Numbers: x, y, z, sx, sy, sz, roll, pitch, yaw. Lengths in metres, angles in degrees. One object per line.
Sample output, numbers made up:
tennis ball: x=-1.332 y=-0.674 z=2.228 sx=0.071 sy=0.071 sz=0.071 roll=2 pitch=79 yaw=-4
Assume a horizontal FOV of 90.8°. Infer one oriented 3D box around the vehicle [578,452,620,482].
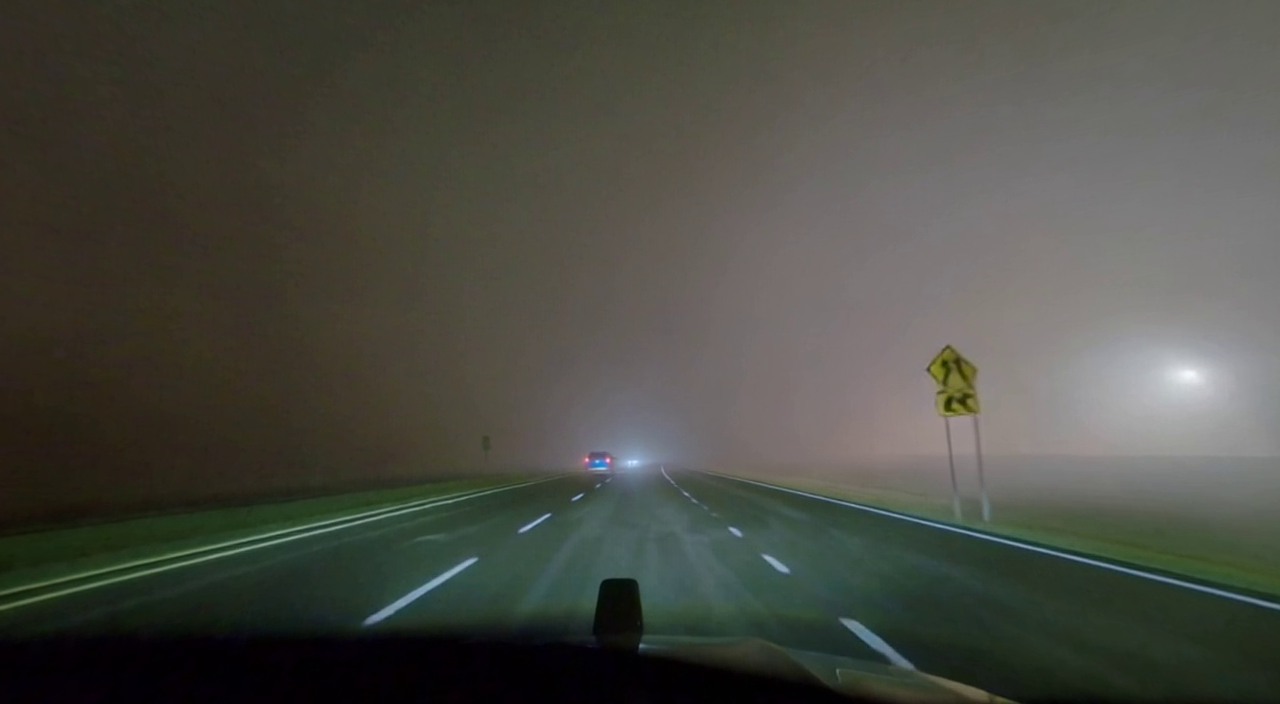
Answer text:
vehicle: x=-2.363 y=6.811 z=37.562 sx=2.053 sy=1.647 sz=4.252 roll=-1 pitch=-9 yaw=2
